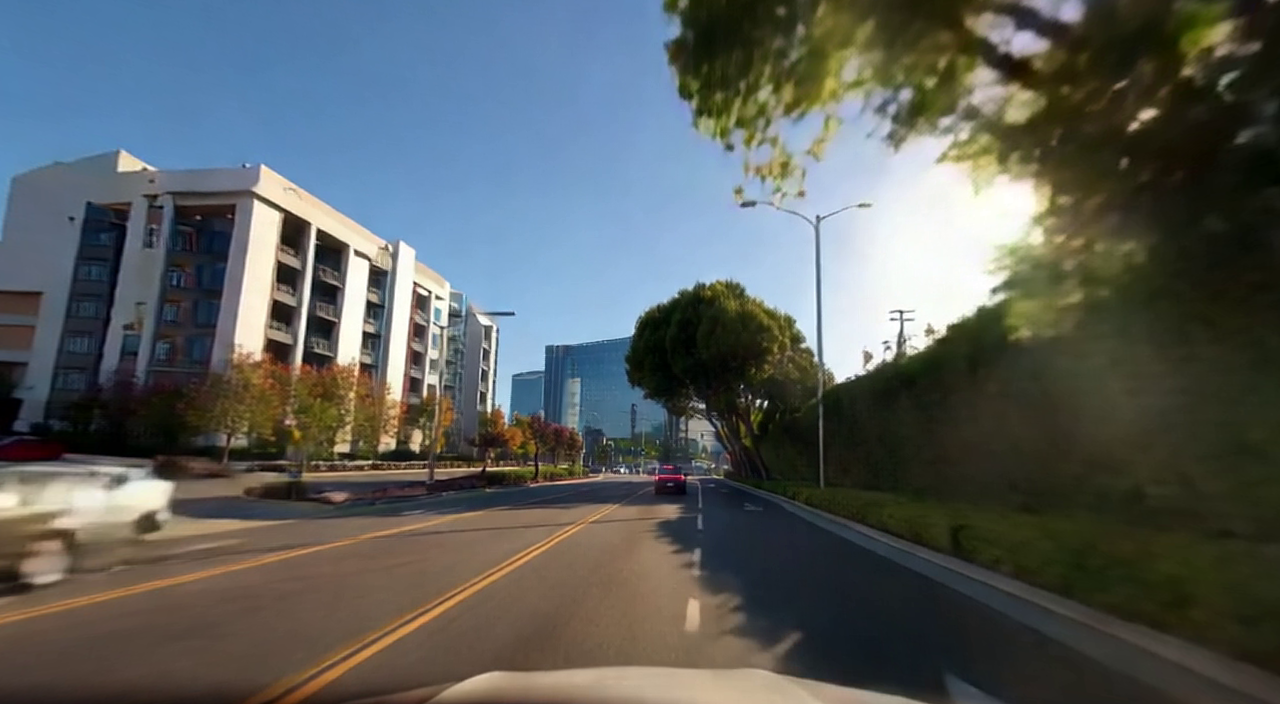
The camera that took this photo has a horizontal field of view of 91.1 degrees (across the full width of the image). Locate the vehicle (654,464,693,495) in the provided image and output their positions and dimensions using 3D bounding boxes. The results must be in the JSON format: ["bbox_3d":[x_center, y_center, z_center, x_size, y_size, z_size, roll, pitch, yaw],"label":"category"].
[{"bbox_3d":[1.979,7.352,36.220,2.067,1.629,3.858,0,-11,5],"label":"vehicle"}]

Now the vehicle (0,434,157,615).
[{"bbox_3d":[-6.441,1.304,4.551,1.979,1.499,4.666,0,-11,3],"label":"vehicle"}]
